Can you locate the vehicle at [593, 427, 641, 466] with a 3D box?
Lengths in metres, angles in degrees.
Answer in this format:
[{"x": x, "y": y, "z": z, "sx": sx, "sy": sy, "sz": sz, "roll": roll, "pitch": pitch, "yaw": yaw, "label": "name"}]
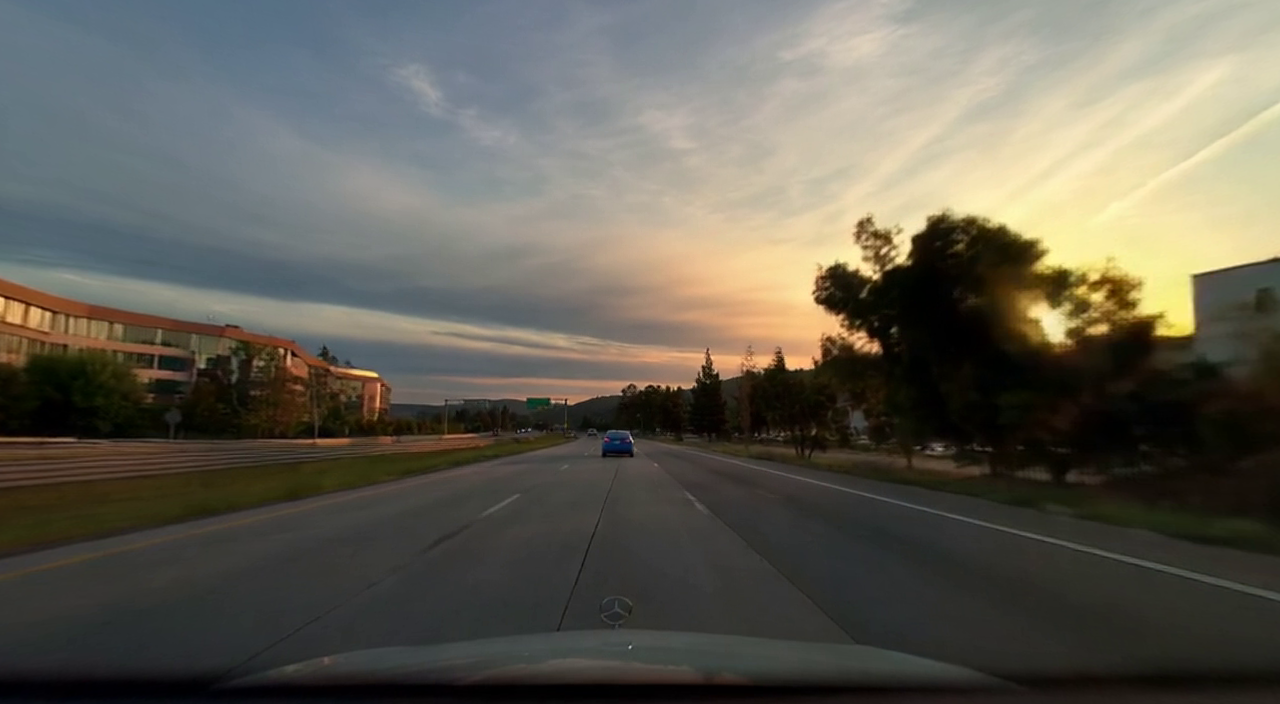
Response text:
[{"x": -1.030, "y": 4.241, "z": 28.454, "sx": 2.020, "sy": 1.633, "sz": 3.942, "roll": 0, "pitch": -8, "yaw": -2, "label": "vehicle"}]
